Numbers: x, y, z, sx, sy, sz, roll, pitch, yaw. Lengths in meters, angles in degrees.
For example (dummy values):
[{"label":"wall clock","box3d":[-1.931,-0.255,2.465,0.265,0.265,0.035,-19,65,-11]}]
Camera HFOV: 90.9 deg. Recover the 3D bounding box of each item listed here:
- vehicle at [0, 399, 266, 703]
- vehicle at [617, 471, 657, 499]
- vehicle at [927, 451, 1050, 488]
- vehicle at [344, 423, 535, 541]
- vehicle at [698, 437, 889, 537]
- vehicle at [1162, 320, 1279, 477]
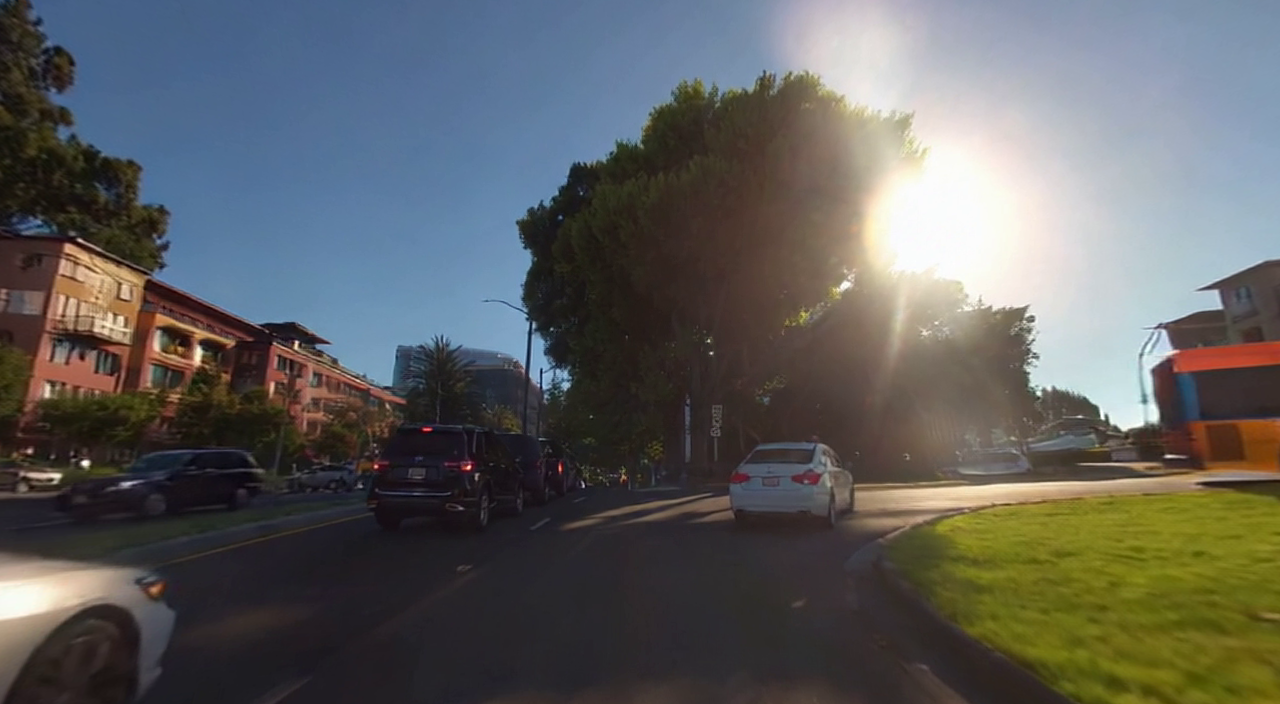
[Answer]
[{"label":"vehicle","box3d":[-3.361,0.790,1.421,1.953,1.480,4.522,-1,-9,5]},{"label":"vehicle","box3d":[-0.242,8.326,39.692,2.119,1.475,3.997,1,-9,-6]},{"label":"vehicle","box3d":[15.030,5.113,27.393,4.422,1.457,1.882,-6,-11,28]},{"label":"vehicle","box3d":[-3.441,2.333,11.922,2.017,1.761,4.572,0,-9,1]},{"label":"vehicle","box3d":[2.963,2.356,11.642,2.020,1.478,3.922,-7,-11,36]},{"label":"vehicle","box3d":[17.350,0.837,12.691,9.977,3.303,2.948,-6,-11,33]}]
